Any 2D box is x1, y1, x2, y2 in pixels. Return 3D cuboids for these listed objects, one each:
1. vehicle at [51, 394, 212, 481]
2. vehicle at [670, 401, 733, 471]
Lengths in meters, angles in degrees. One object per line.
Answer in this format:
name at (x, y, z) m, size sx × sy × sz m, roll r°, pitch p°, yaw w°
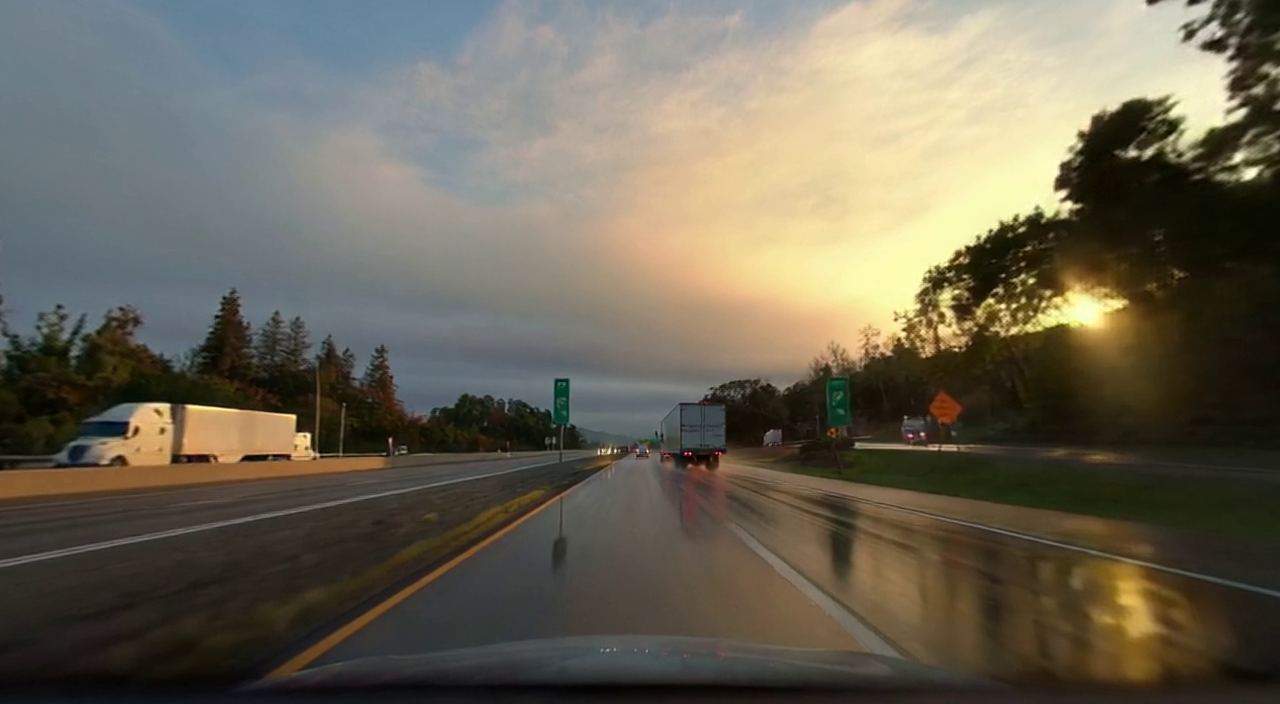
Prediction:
vehicle at (-26.205, 4.522, 32.907) m, size 3.038 × 4.079 × 6.098 m, roll 0°, pitch -9°, yaw 1°
vehicle at (3.959, 5.990, 43.870) m, size 3.185 × 4.154 × 12.638 m, roll 0°, pitch -9°, yaw 0°
